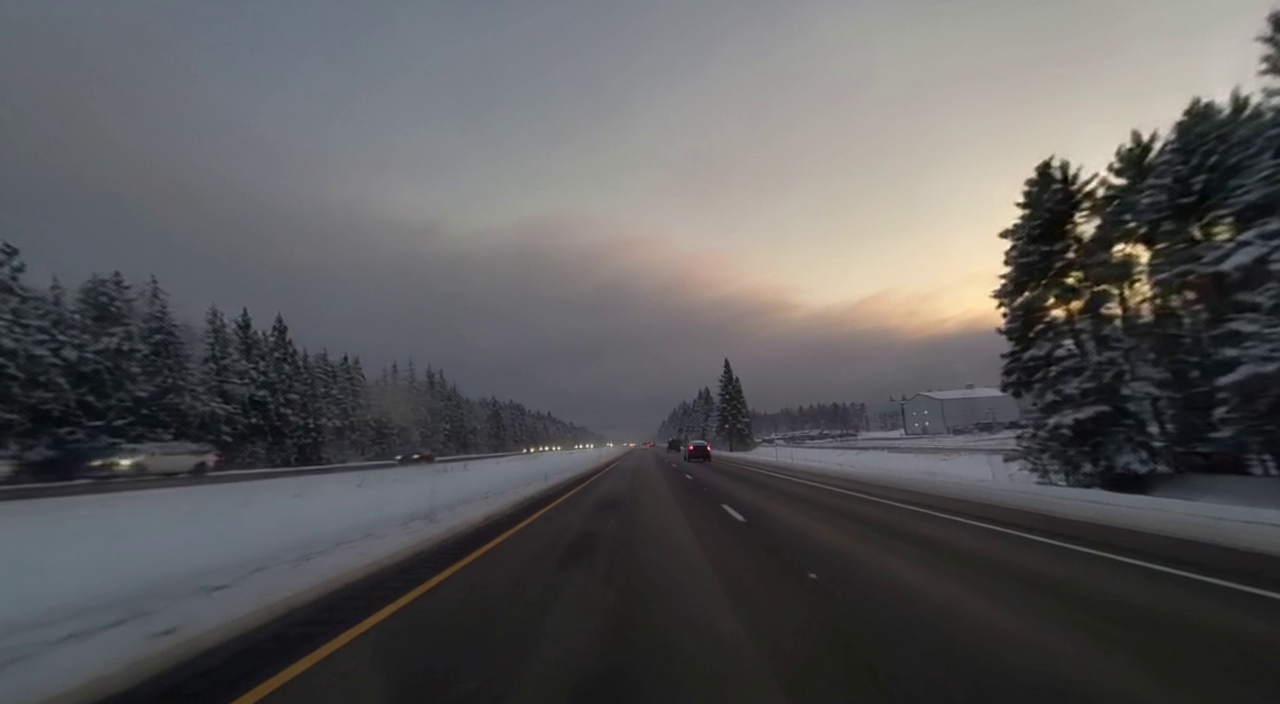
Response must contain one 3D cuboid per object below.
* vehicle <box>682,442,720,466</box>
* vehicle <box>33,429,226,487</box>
[{"bbox_3d":[3.952,6.719,41.772,2.062,1.518,4.026,0,-8,-1],"label":"vehicle"},{"bbox_3d":[-32.132,6.710,40.719,3.221,3.202,10.943,0,-8,0],"label":"vehicle"}]
